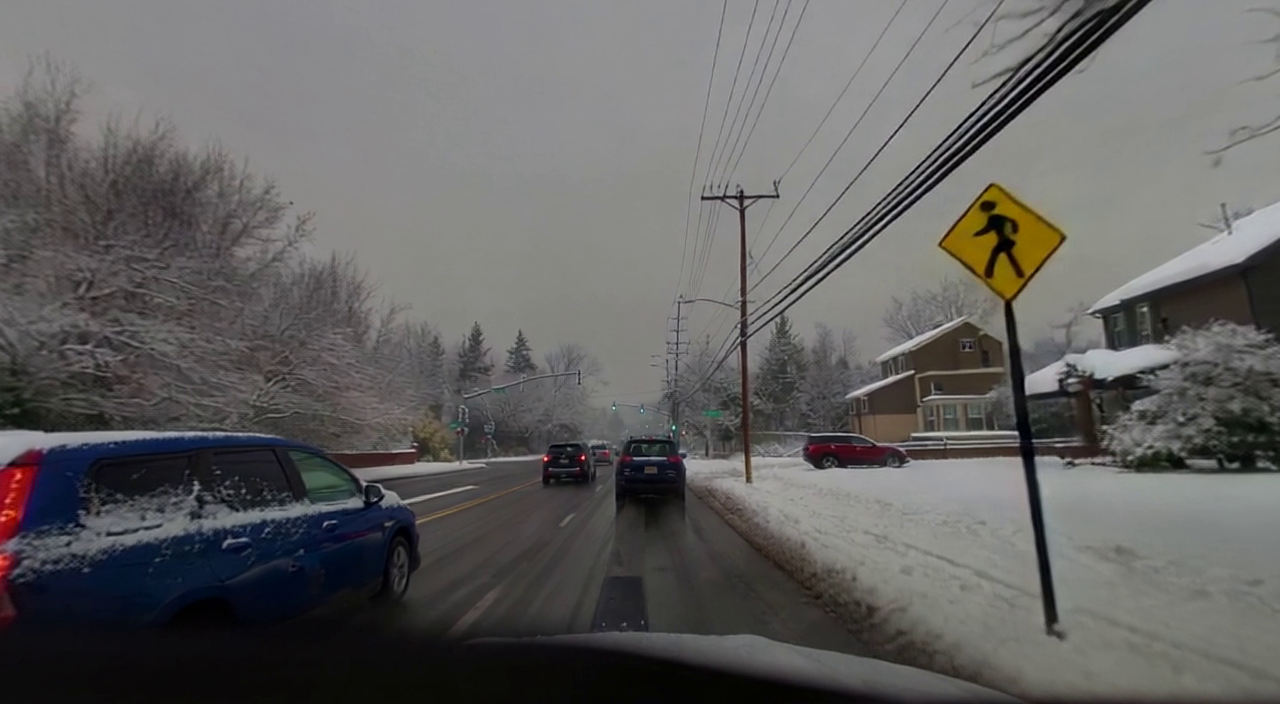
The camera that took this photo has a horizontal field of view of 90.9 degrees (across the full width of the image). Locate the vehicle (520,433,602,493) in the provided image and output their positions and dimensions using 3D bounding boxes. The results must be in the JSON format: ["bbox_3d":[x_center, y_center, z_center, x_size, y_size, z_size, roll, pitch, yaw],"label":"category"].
[{"bbox_3d":[-2.437,3.548,20.538,2.000,1.737,4.133,0,-8,2],"label":"vehicle"}]

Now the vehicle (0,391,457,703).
[{"bbox_3d":[-2.837,1.138,3.731,1.968,1.472,4.685,0,-8,2],"label":"vehicle"}]

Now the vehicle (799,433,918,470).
[{"bbox_3d":[9.360,4.309,27.287,4.456,1.504,1.914,0,-8,1],"label":"vehicle"}]

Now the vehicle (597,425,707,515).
[{"bbox_3d":[0.244,2.574,14.195,2.120,1.718,3.909,0,-8,0],"label":"vehicle"}]
